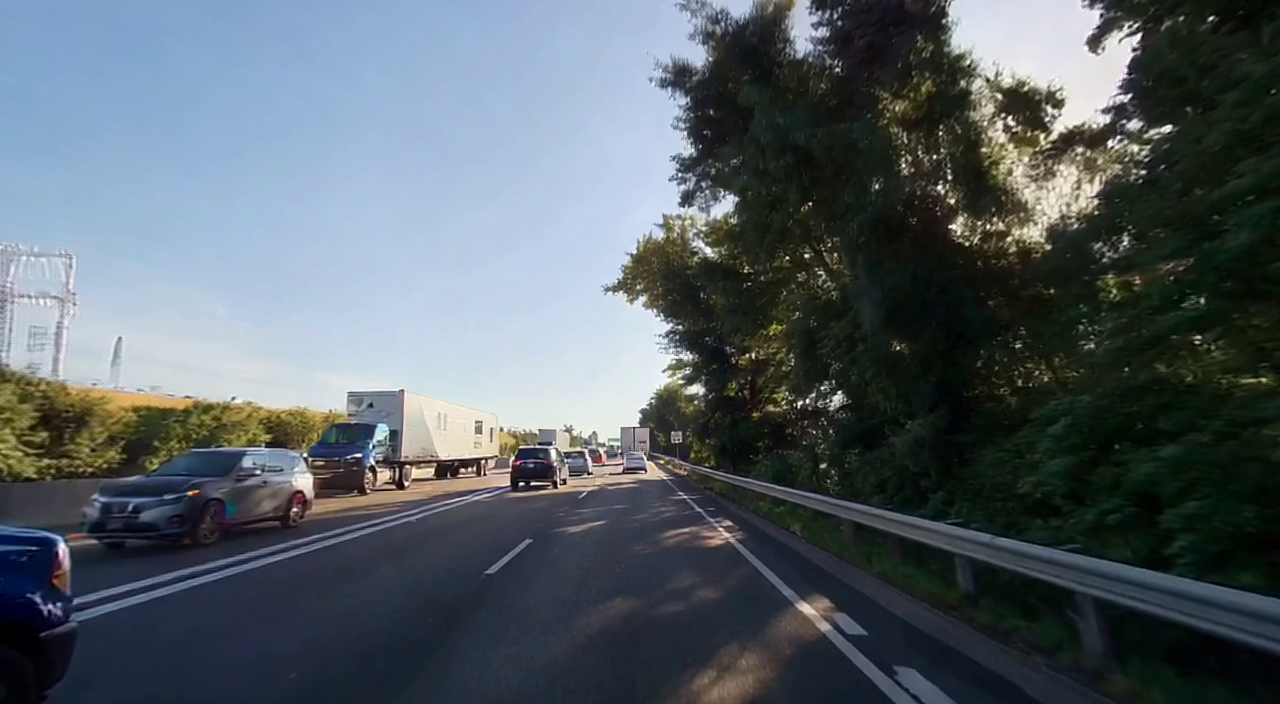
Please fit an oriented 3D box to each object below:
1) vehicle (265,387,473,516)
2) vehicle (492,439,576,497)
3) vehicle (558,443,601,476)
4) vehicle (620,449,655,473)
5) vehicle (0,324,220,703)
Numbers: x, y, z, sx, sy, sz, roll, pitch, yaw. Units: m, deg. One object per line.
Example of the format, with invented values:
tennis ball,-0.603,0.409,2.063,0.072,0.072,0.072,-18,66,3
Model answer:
vehicle,-6.519,2.557,16.429,2.655,2.692,6.168,0,-9,0
vehicle,-3.188,3.572,19.837,1.937,1.600,4.141,0,-9,0
vehicle,-3.234,5.832,34.324,1.994,1.663,4.047,0,-9,-1
vehicle,-0.192,6.761,39.207,2.095,1.393,3.908,0,-9,-1
vehicle,-3.127,0.563,0.727,2.117,1.688,4.582,0,-9,0
